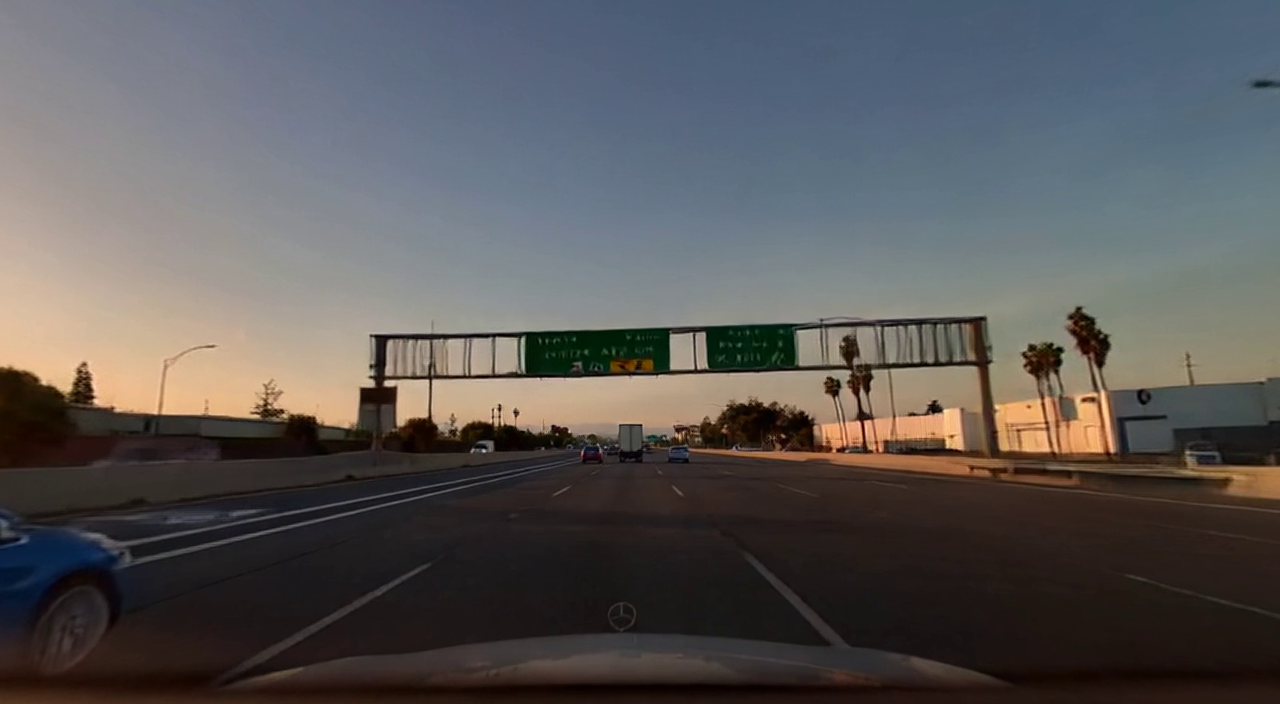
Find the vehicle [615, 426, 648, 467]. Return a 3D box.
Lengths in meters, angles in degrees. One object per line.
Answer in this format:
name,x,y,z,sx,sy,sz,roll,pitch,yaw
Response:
vehicle,-0.746,7.296,48.906,2.364,2.953,6.495,0,-9,-2

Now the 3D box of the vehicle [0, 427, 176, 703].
vehicle,-3.966,0.907,1.778,2.097,1.447,4.291,0,-9,-1
